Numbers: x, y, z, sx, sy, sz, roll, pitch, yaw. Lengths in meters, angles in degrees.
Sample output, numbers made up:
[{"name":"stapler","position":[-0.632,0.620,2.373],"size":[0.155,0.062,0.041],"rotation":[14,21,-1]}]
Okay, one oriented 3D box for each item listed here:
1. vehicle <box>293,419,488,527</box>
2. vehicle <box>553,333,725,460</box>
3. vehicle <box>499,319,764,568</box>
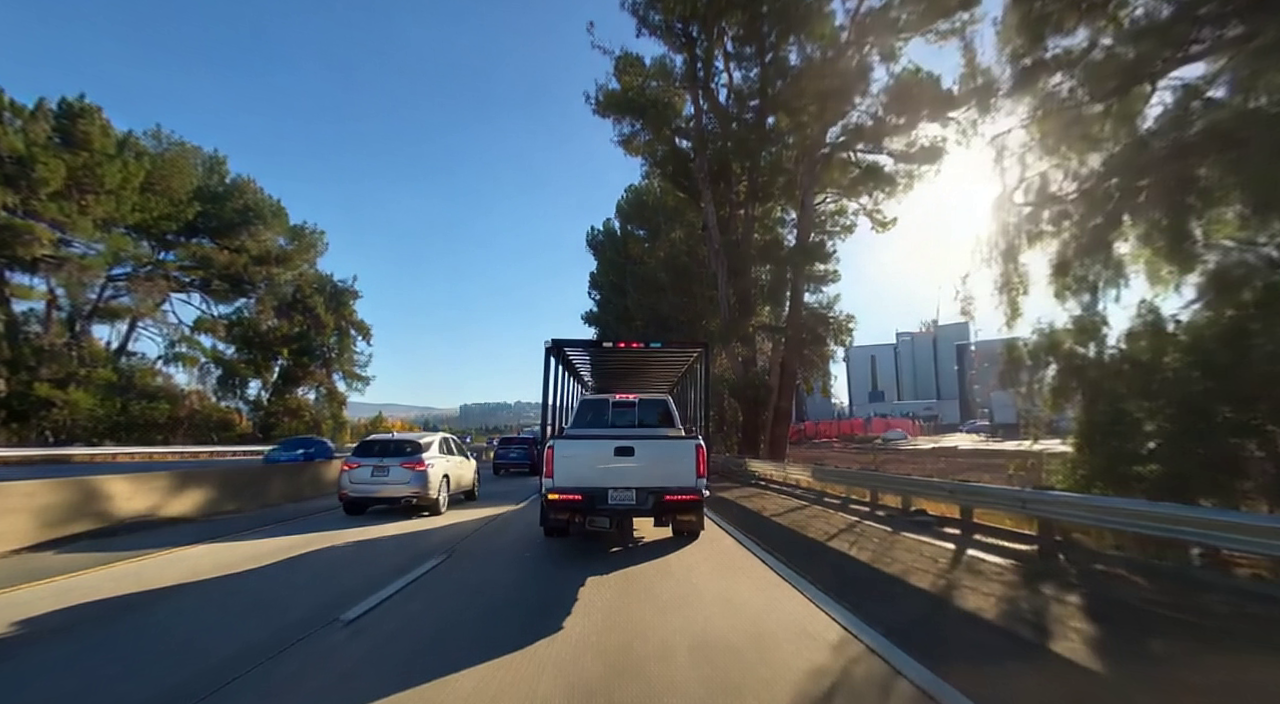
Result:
[{"name":"vehicle","position":[-4.438,2.226,12.177],"size":[2.057,1.665,4.572],"rotation":[0,-9,-3]},{"name":"vehicle","position":[-0.136,0.909,10.345],"size":[2.156,1.604,4.680],"rotation":[0,-9,-3]},{"name":"vehicle","position":[-0.300,1.708,11.863],"size":[2.735,2.597,10.435],"rotation":[0,-9,-2]}]
